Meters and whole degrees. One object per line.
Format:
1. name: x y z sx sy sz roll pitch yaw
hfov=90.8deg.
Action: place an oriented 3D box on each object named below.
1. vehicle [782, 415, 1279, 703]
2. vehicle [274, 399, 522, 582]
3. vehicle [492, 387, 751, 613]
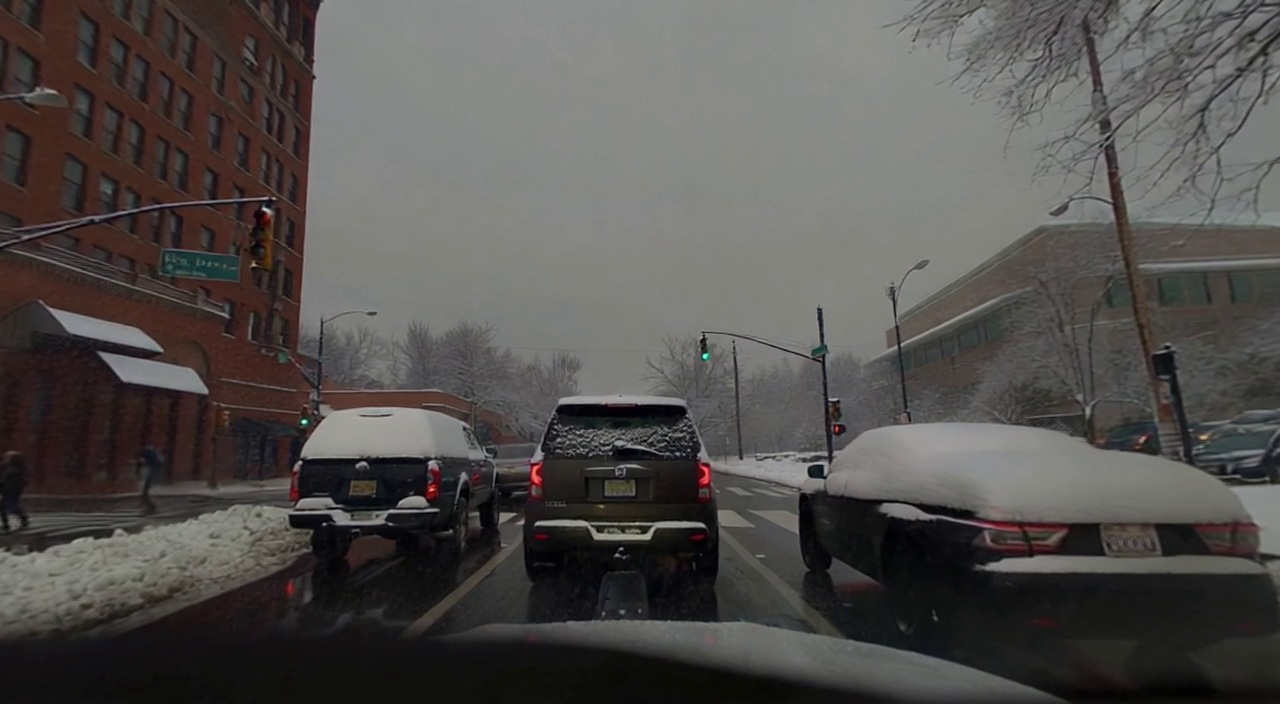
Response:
1. vehicle: 2.573 1.334 5.024 1.852 1.462 4.155 0 -8 -1
2. vehicle: -2.834 1.707 8.566 1.855 1.812 4.244 0 -8 -3
3. vehicle: -0.143 1.548 7.513 2.105 1.842 4.537 0 -8 0
